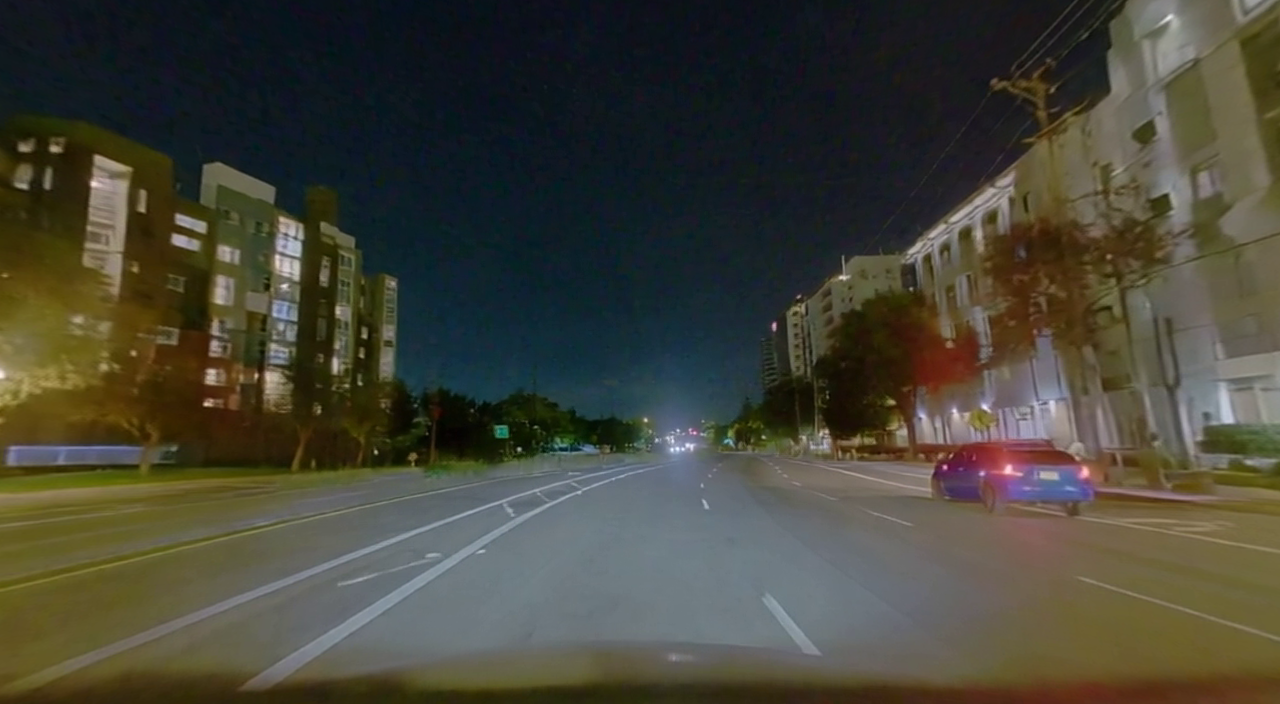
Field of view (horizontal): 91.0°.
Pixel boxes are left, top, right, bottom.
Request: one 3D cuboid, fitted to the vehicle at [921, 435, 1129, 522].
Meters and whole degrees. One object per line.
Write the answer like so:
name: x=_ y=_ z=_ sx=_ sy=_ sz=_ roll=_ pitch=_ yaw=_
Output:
vehicle: x=7.487 y=2.469 z=12.801 sx=1.908 sy=1.476 sz=3.880 roll=-1 pitch=-9 yaw=3
